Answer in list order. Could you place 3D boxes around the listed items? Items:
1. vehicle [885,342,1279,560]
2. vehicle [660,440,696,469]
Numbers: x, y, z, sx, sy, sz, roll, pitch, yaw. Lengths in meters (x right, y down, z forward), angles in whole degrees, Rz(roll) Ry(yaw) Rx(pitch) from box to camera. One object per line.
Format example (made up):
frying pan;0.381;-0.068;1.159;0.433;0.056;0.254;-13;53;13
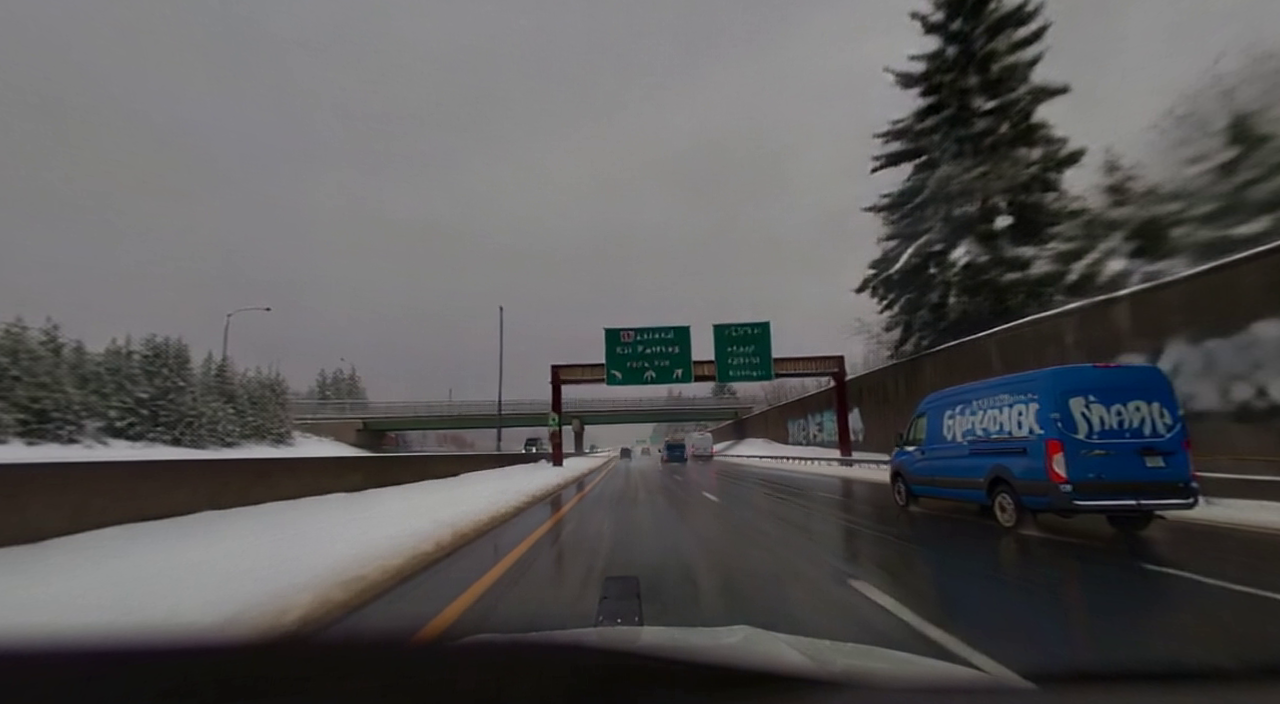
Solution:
vehicle;6.516;1.612;10.555;2.283;2.631;5.719;0;-9;-2
vehicle;2.665;7.305;45.012;2.007;1.943;5.010;0;-9;-3
